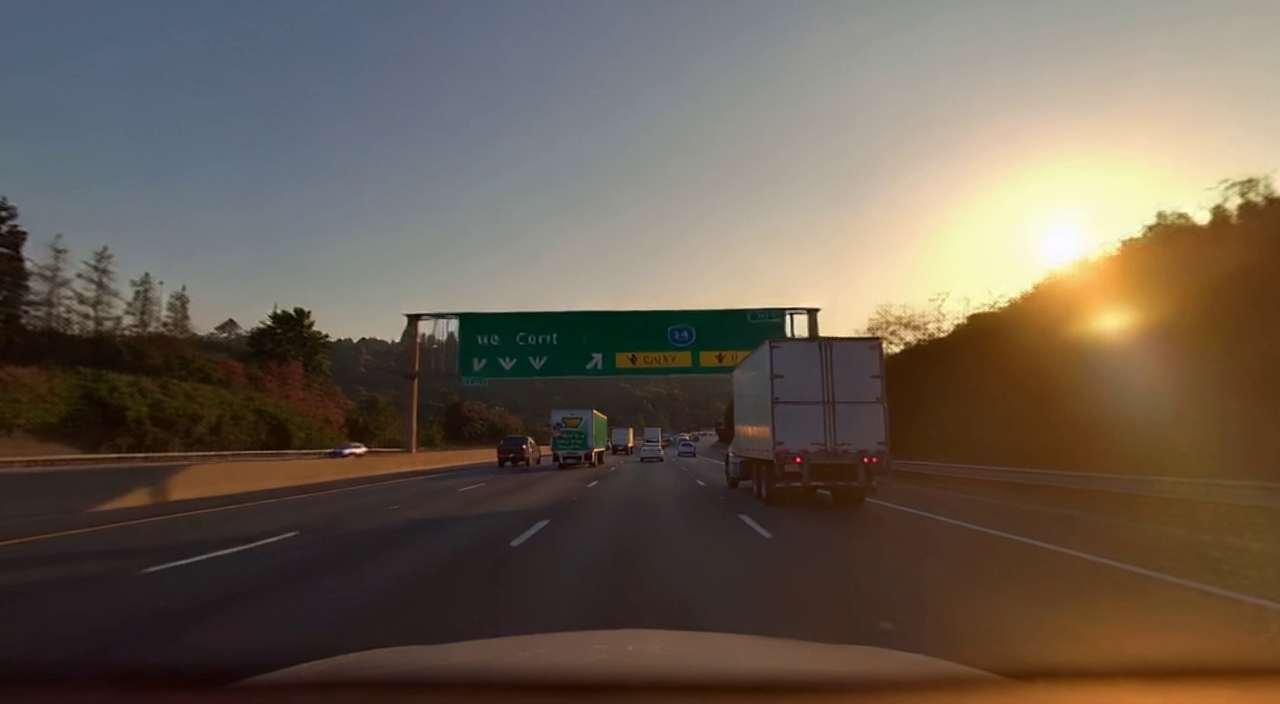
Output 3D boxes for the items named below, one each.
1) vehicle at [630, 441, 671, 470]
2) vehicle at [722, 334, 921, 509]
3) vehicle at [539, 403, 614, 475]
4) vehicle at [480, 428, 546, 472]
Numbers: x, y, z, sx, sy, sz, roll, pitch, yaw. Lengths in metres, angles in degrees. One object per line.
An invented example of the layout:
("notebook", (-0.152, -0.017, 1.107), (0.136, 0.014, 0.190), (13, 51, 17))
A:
("vehicle", (0.561, 5.600, 34.278), (2.105, 1.502, 4.068), (0, -9, 1))
("vehicle", (4.082, 1.918, 16.397), (2.895, 3.484, 7.631), (0, -9, 0))
("vehicle", (-2.940, 4.381, 31.519), (2.745, 3.156, 7.608), (0, -9, 2))
("vehicle", (-6.824, 5.347, 34.596), (2.322, 2.195, 5.556), (0, -9, 1))
